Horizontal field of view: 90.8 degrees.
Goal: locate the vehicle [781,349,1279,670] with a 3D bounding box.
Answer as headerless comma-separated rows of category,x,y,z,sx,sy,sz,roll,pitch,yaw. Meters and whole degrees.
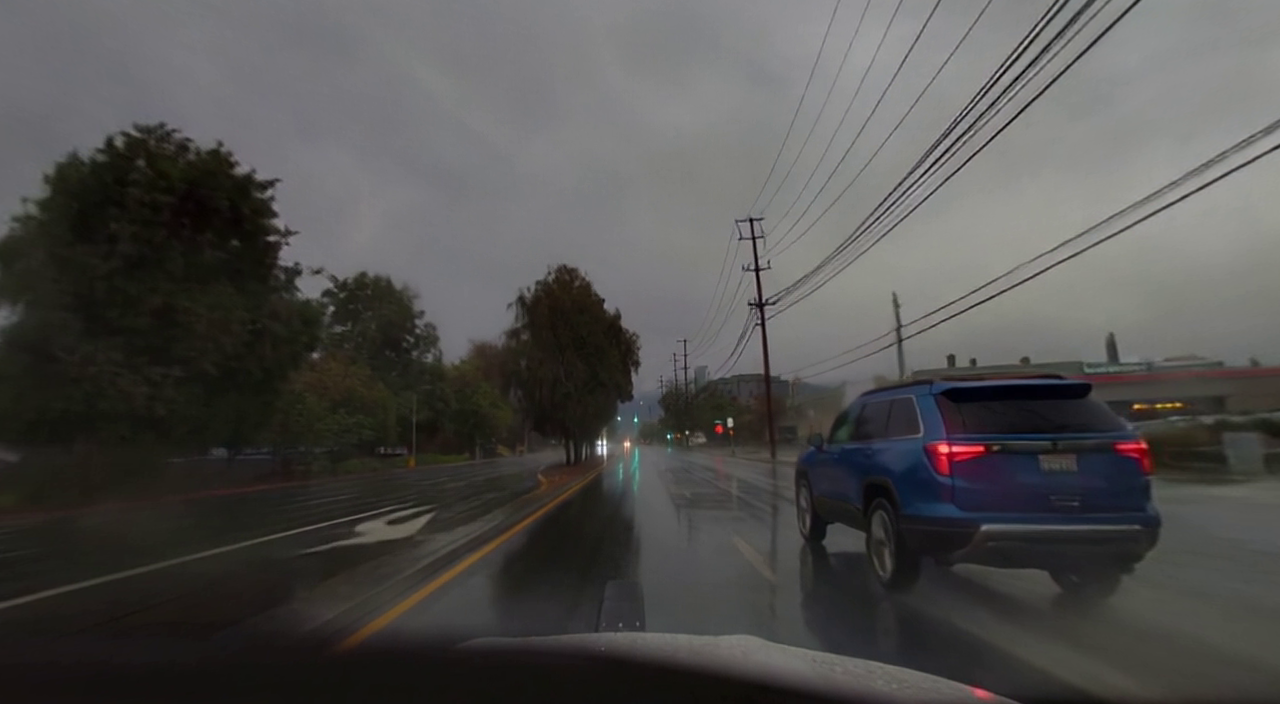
vehicle,2.970,1.232,6.020,2.060,1.820,4.713,0,-9,-1
